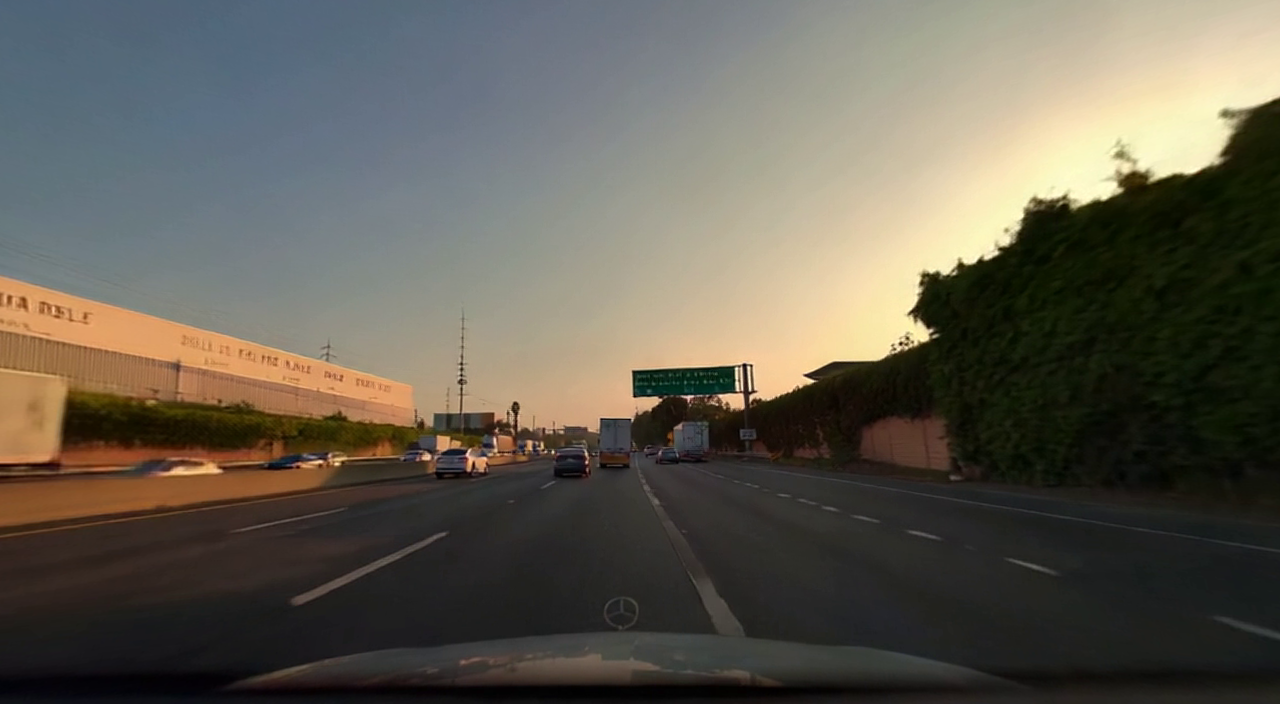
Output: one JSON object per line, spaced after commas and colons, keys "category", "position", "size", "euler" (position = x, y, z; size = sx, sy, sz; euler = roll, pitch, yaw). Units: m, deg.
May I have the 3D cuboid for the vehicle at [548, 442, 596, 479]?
{"category": "vehicle", "position": [-3.279, 5.307, 31.186], "size": [2.132, 1.679, 4.045], "euler": [0, -9, -3]}

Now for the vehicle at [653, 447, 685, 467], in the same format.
{"category": "vehicle", "position": [2.203, 8.024, 48.675], "size": [2.015, 1.462, 4.691], "euler": [0, -9, -3]}

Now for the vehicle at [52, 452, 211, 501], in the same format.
{"category": "vehicle", "position": [-17.233, 4.210, 21.804], "size": [1.889, 1.439, 4.359], "euler": [0, -9, -1]}

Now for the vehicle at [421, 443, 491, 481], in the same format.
{"category": "vehicle", "position": [-9.022, 5.392, 31.428], "size": [2.129, 1.717, 4.593], "euler": [0, -9, 0]}

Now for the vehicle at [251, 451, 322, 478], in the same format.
{"category": "vehicle", "position": [-21.446, 6.797, 38.562], "size": [1.867, 1.493, 4.311], "euler": [0, -9, -1]}
